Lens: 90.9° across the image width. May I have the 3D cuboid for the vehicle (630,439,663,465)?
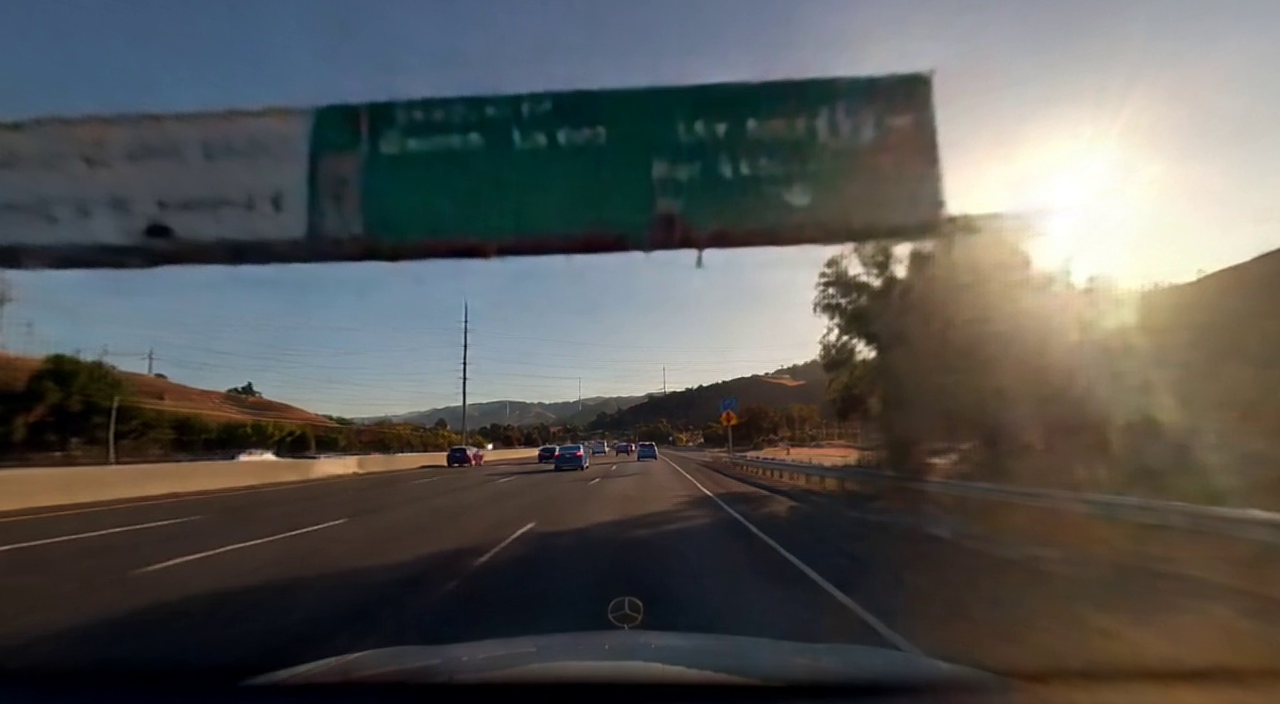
[{"bbox_3d":[0.417,7.010,44.452,2.194,1.737,4.127,0,-8,0],"label":"vehicle"}]

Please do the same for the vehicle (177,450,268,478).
[{"bbox_3d":[-28.076,7.496,42.711,2.224,1.702,5.576,-1,-8,1],"label":"vehicle"}]

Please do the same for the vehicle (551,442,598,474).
[{"bbox_3d":[-3.387,5.560,33.316,1.967,1.517,4.808,0,-8,0],"label":"vehicle"}]
